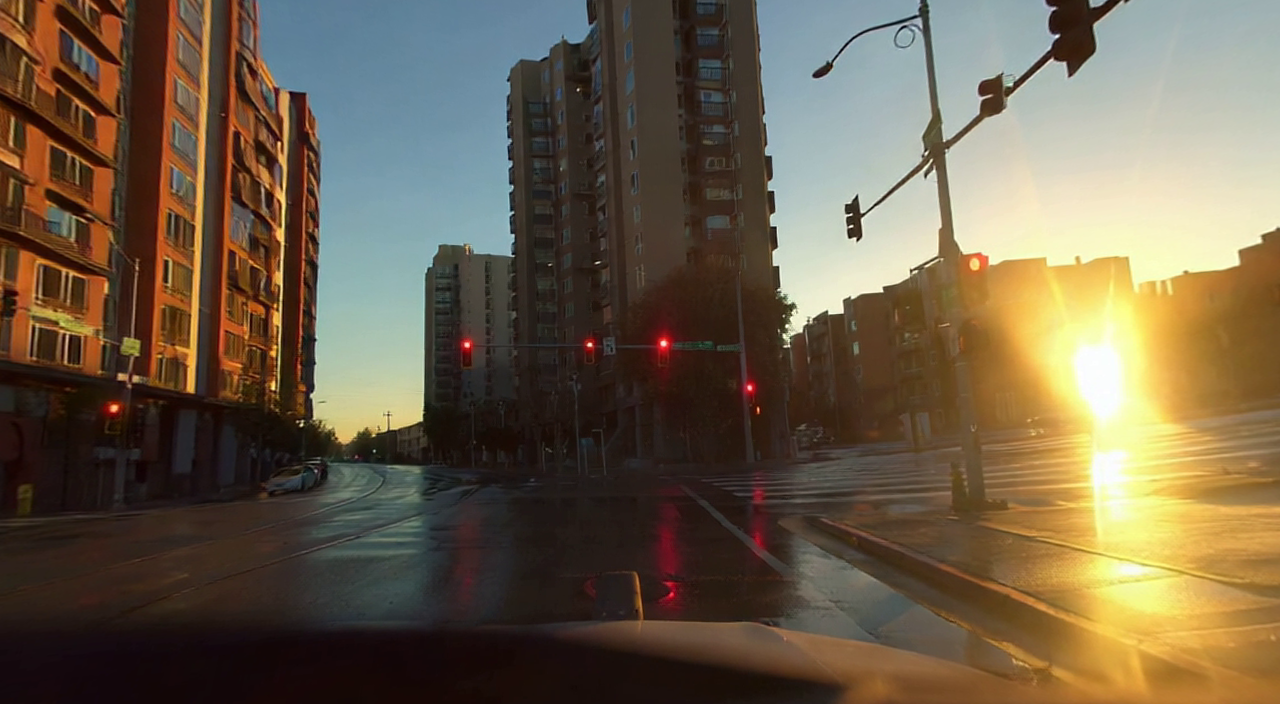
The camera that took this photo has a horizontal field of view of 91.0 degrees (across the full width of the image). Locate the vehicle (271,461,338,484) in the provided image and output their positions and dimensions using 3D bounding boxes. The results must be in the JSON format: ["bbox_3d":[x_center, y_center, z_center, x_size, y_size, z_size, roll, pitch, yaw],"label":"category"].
[{"bbox_3d":[-24.652,8.820,46.289,3.882,1.600,1.768,0,-9,2],"label":"vehicle"}]
